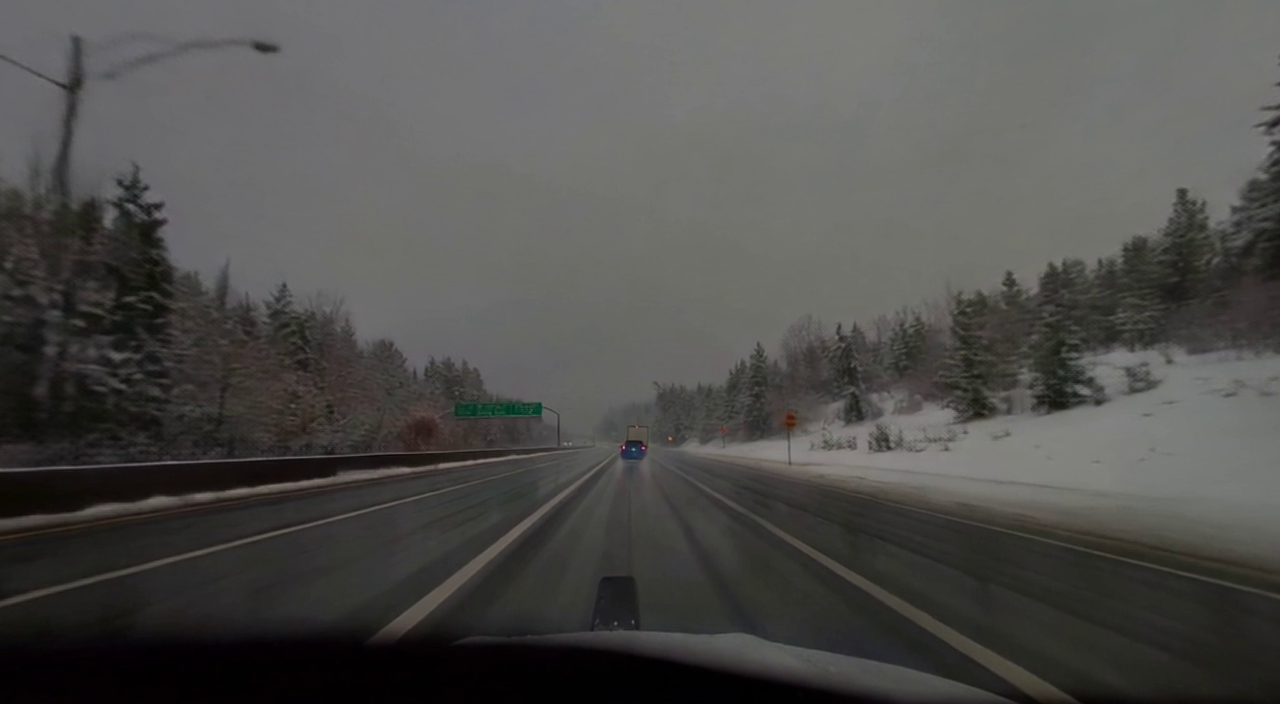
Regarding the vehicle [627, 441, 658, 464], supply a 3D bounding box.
[{"bbox_3d":[0.128,6.820,42.920,2.028,1.440,3.690,0,-8,-1],"label":"vehicle"}]
